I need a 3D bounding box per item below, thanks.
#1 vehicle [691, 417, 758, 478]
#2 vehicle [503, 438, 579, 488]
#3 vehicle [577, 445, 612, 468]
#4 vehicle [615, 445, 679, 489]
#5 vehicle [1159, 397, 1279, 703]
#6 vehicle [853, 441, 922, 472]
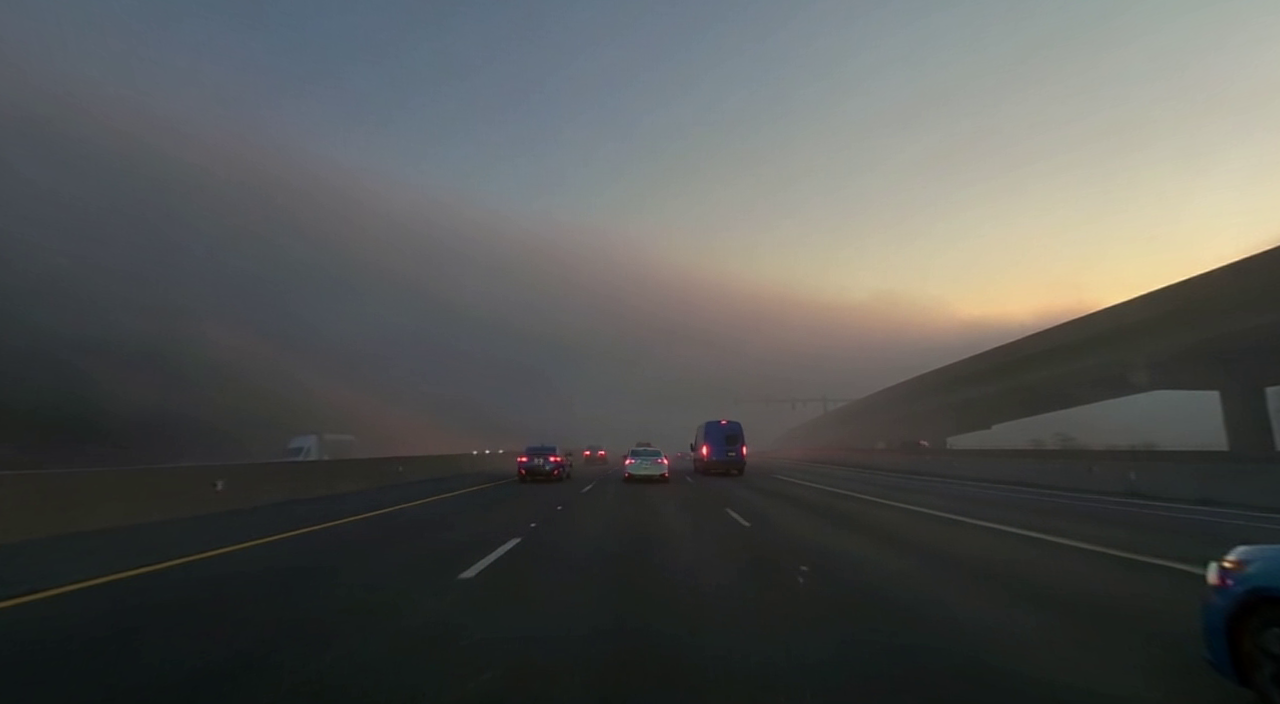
[{"bbox_3d":[4.124,4.835,32.057,2.436,2.745,6.607,0,-8,0],"label":"vehicle"},{"bbox_3d":[-3.614,4.135,23.805,2.078,1.706,4.298,-1,-8,1],"label":"vehicle"},{"bbox_3d":[-3.407,7.878,47.889,2.258,1.655,4.397,0,-8,1],"label":"vehicle"},{"bbox_3d":[0.241,4.173,23.274,2.174,1.467,4.005,0,-8,0],"label":"vehicle"},{"bbox_3d":[3.934,0.745,1.230,2.085,1.558,4.466,-1,-8,1],"label":"vehicle"},{"bbox_3d":[15.781,6.667,40.539,2.189,1.869,5.080,0,-8,-2],"label":"vehicle"}]
